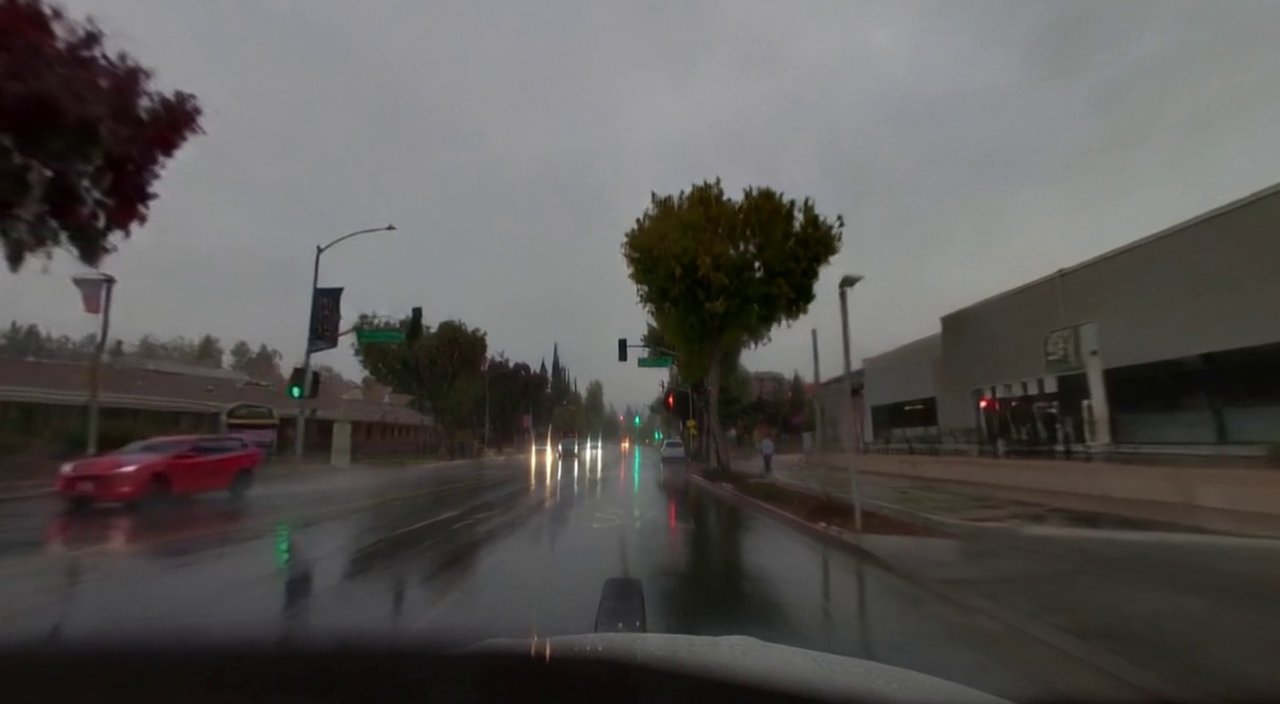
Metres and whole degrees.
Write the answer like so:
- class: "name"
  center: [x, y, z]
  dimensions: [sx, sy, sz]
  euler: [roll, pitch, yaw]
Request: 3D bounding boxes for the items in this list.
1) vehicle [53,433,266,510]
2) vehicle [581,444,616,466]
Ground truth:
- class: "vehicle"
  center: [-10.819, 2.701, 14.657]
  dimensions: [1.873, 1.532, 3.777]
  euler: [0, -9, 1]
- class: "vehicle"
  center: [-2.908, 7.330, 45.147]
  dimensions: [2.122, 1.469, 4.388]
  euler: [0, -9, 1]
